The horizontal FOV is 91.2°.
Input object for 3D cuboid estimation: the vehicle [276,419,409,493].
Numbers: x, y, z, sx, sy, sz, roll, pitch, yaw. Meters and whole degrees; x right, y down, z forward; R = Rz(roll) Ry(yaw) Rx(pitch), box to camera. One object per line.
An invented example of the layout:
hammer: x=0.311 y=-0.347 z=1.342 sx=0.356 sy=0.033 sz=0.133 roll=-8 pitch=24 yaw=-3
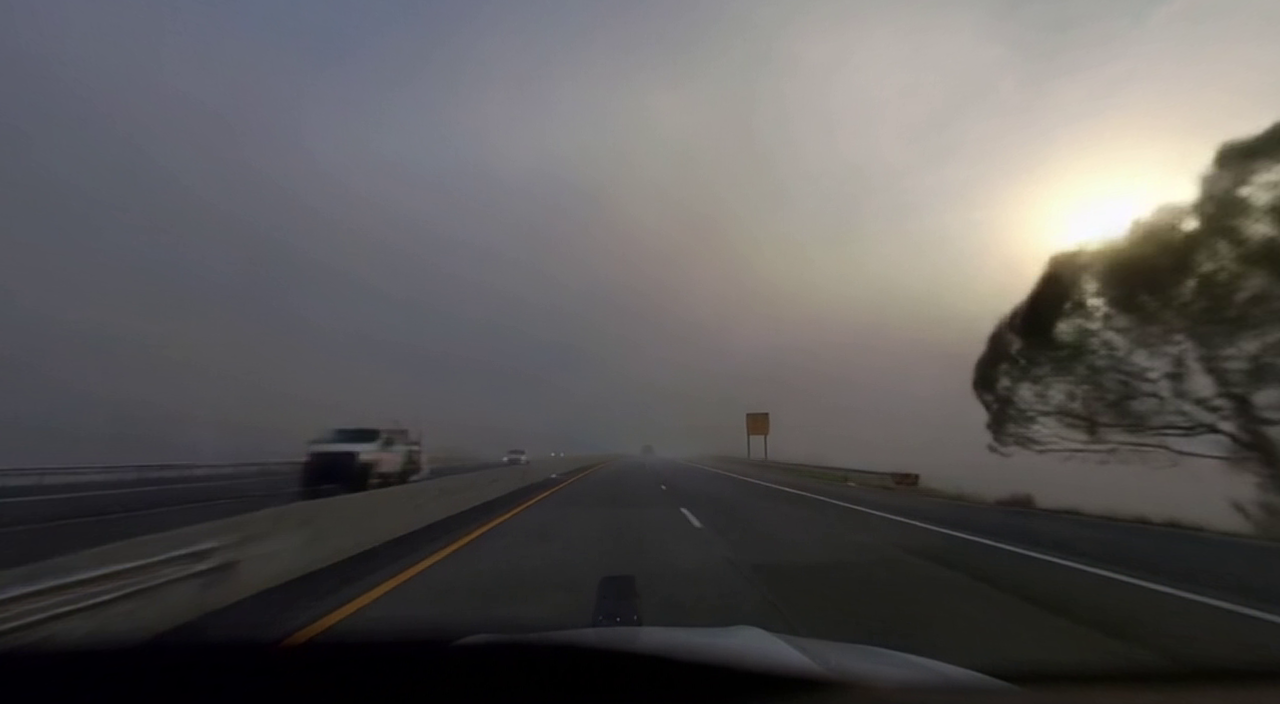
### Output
vehicle: x=-10.090 y=3.601 z=21.862 sx=2.202 sy=2.240 sz=5.044 roll=0 pitch=-9 yaw=-1
